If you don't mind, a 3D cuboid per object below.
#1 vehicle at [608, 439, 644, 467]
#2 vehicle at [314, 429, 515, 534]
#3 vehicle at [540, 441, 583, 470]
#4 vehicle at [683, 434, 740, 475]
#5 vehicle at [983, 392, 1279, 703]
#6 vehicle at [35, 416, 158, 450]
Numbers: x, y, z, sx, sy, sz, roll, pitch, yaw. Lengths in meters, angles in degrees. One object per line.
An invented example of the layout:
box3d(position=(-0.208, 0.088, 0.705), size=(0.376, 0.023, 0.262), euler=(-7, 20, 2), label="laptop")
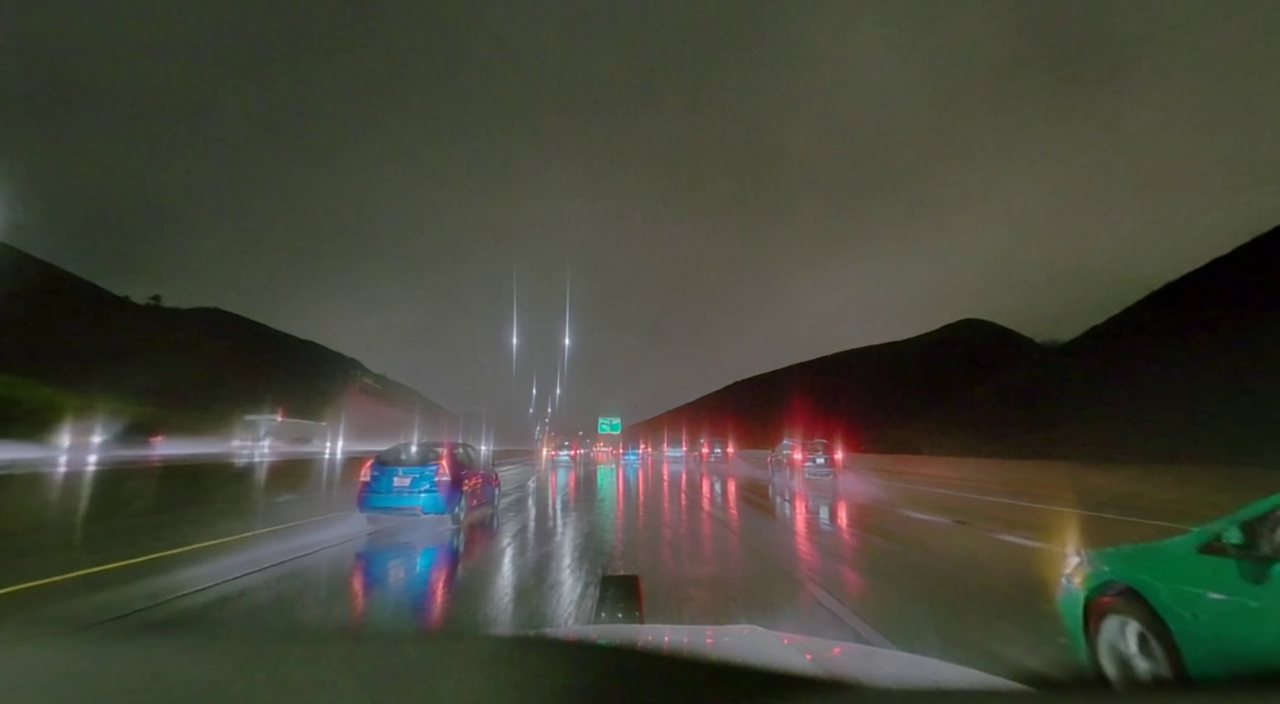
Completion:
box3d(position=(-0.836, 6.266, 39.175), size=(2.147, 1.572, 4.094), euler=(0, -9, 0), label="vehicle")
box3d(position=(-3.735, 2.220, 11.383), size=(1.993, 1.500, 4.248), euler=(0, -9, 1), label="vehicle")
box3d(position=(-4.160, 5.568, 33.931), size=(1.796, 1.464, 3.839), euler=(0, -9, 0), label="vehicle")
box3d(position=(3.402, 5.009, 30.899), size=(2.222, 1.820, 4.733), euler=(0, -9, -1), label="vehicle")
box3d(position=(3.391, 0.848, 1.839), size=(2.136, 1.511, 4.706), euler=(0, -9, 0), label="vehicle")
box3d(position=(-31.496, 4.794, 36.839), size=(1.999, 1.766, 5.898), euler=(0, -9, -1), label="vehicle")
